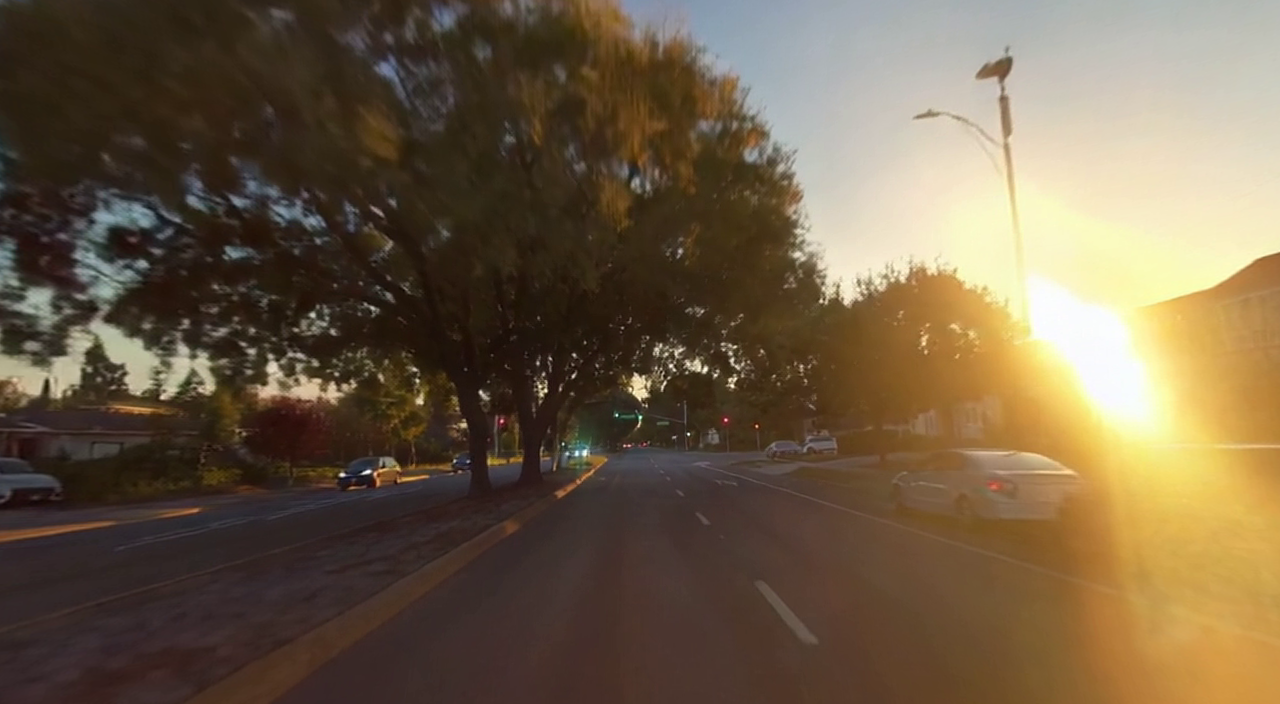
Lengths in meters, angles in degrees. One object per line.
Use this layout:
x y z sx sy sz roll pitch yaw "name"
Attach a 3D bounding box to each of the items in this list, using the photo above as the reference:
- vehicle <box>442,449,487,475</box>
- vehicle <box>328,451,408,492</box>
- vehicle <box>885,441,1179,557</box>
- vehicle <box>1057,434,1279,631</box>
-13.080 8.199 47.443 2.121 1.791 4.871 0 -8 -2 "vehicle"
-12.964 5.676 30.415 1.916 1.754 4.337 0 -8 -1 "vehicle"
5.813 2.185 10.205 1.892 1.452 4.327 0 -8 -1 "vehicle"
5.776 1.410 5.096 1.854 1.474 4.479 0 -8 2 "vehicle"
